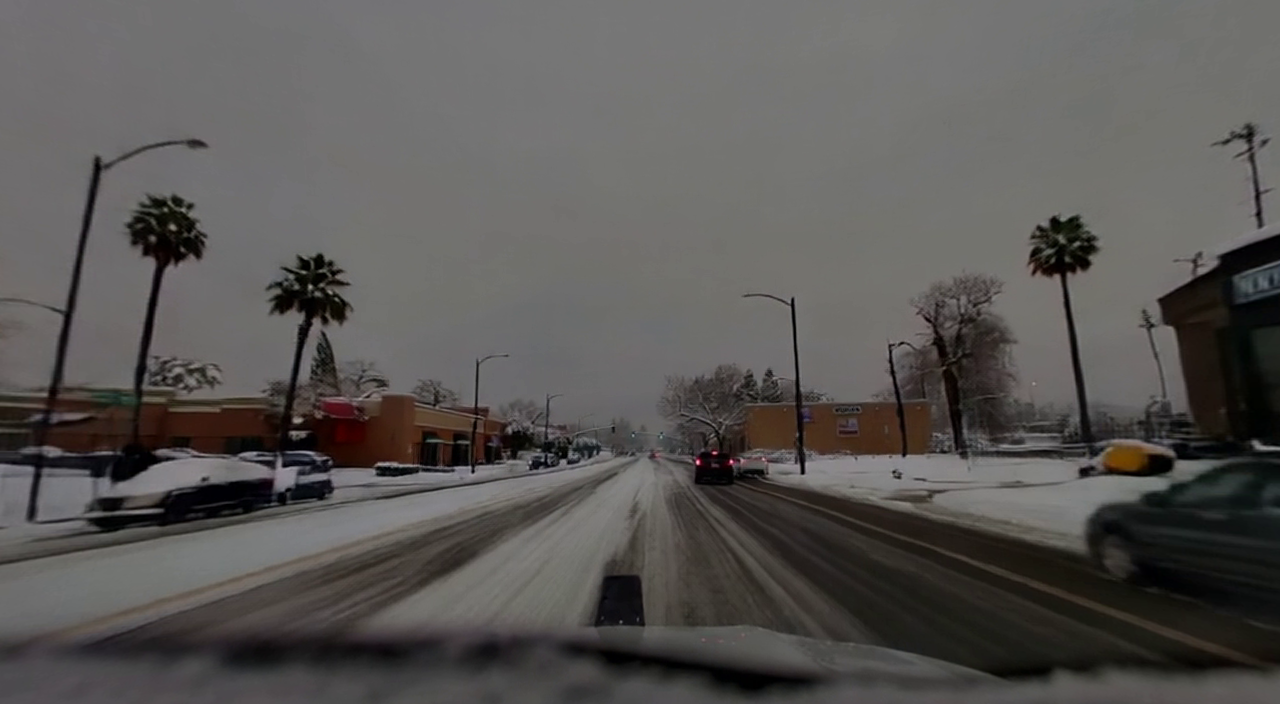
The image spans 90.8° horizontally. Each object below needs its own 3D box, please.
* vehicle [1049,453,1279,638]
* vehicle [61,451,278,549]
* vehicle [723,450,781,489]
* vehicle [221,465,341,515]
[{"bbox_3d":[6.283,1.715,5.835,1.932,1.490,4.598,0,-8,0],"label":"vehicle"},{"bbox_3d":[-12.428,3.852,17.299,1.949,2.026,5.141,1,-7,-1],"label":"vehicle"},{"bbox_3d":[4.736,5.021,27.329,2.067,1.477,4.653,-1,-9,5],"label":"vehicle"},{"bbox_3d":[-12.609,4.835,22.545,1.791,1.446,4.368,0,-8,-1],"label":"vehicle"}]
